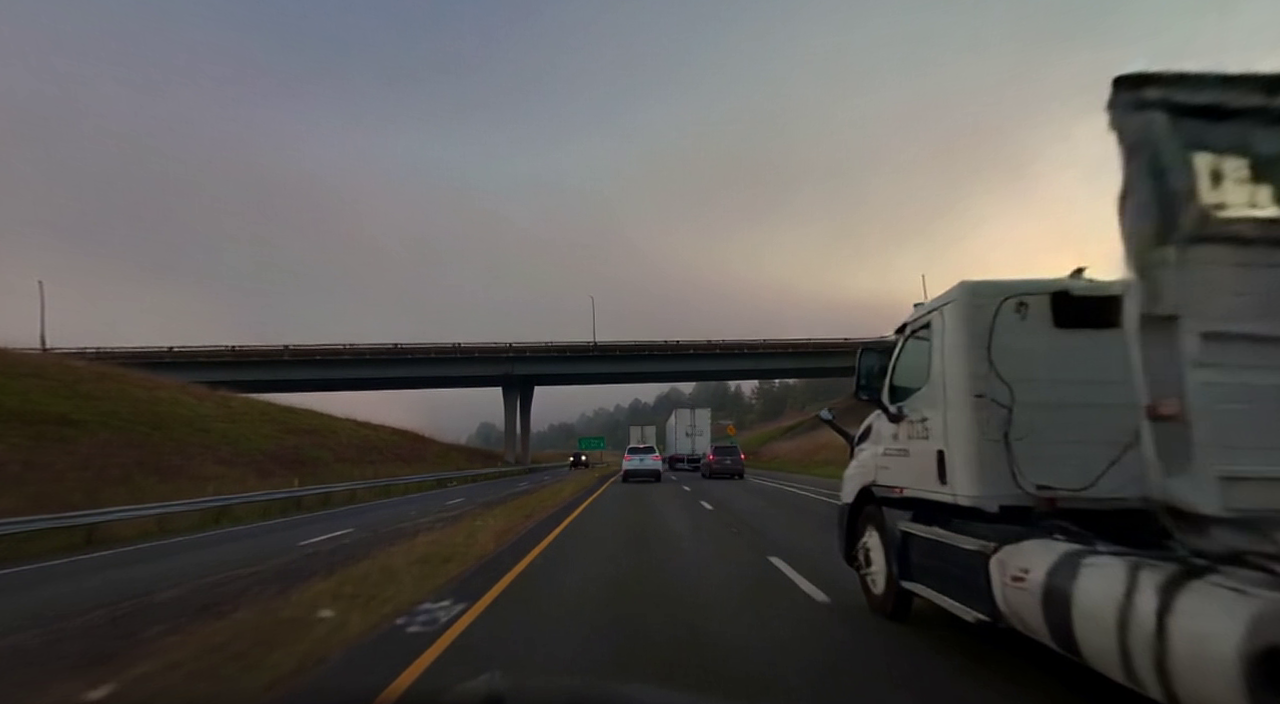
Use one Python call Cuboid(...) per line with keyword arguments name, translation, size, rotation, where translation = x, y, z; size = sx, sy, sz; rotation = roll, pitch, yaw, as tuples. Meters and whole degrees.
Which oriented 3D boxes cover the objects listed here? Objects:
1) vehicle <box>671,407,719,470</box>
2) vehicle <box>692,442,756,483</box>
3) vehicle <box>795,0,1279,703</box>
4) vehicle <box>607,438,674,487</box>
Cuboid(name="vehicle", translation=(3.675, 6.079, 43.889), size=(2.948, 3.974, 6.480), rotation=(-1, -9, 2))
Cuboid(name="vehicle", translation=(3.340, 4.480, 25.799), size=(1.972, 1.505, 3.946), rotation=(0, -9, -1))
Cuboid(name="vehicle", translation=(3.009, -0.225, 2.768), size=(2.987, 3.897, 5.990), rotation=(-1, -9, 0))
Cuboid(name="vehicle", translation=(0.007, 4.032, 23.224), size=(2.256, 1.615, 4.114), rotation=(-1, -9, 0))
